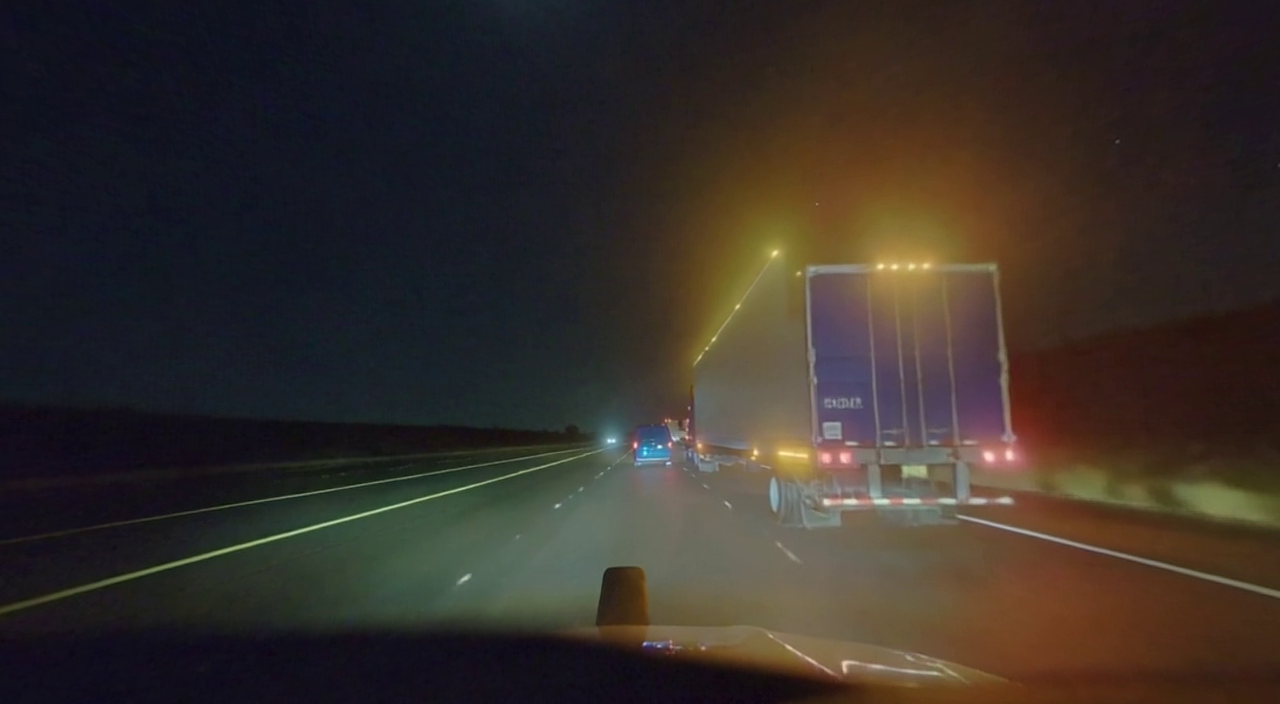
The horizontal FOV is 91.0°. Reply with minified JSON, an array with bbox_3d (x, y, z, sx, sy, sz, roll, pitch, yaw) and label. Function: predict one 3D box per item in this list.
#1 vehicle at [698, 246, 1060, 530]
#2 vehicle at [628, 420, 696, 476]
[{"bbox_3d":[4.238,1.652,17.697,3.892,4.216,16.830,0,-8,1],"label":"vehicle"},{"bbox_3d":[0.837,3.789,25.041,2.469,2.027,4.554,0,-8,1],"label":"vehicle"}]
